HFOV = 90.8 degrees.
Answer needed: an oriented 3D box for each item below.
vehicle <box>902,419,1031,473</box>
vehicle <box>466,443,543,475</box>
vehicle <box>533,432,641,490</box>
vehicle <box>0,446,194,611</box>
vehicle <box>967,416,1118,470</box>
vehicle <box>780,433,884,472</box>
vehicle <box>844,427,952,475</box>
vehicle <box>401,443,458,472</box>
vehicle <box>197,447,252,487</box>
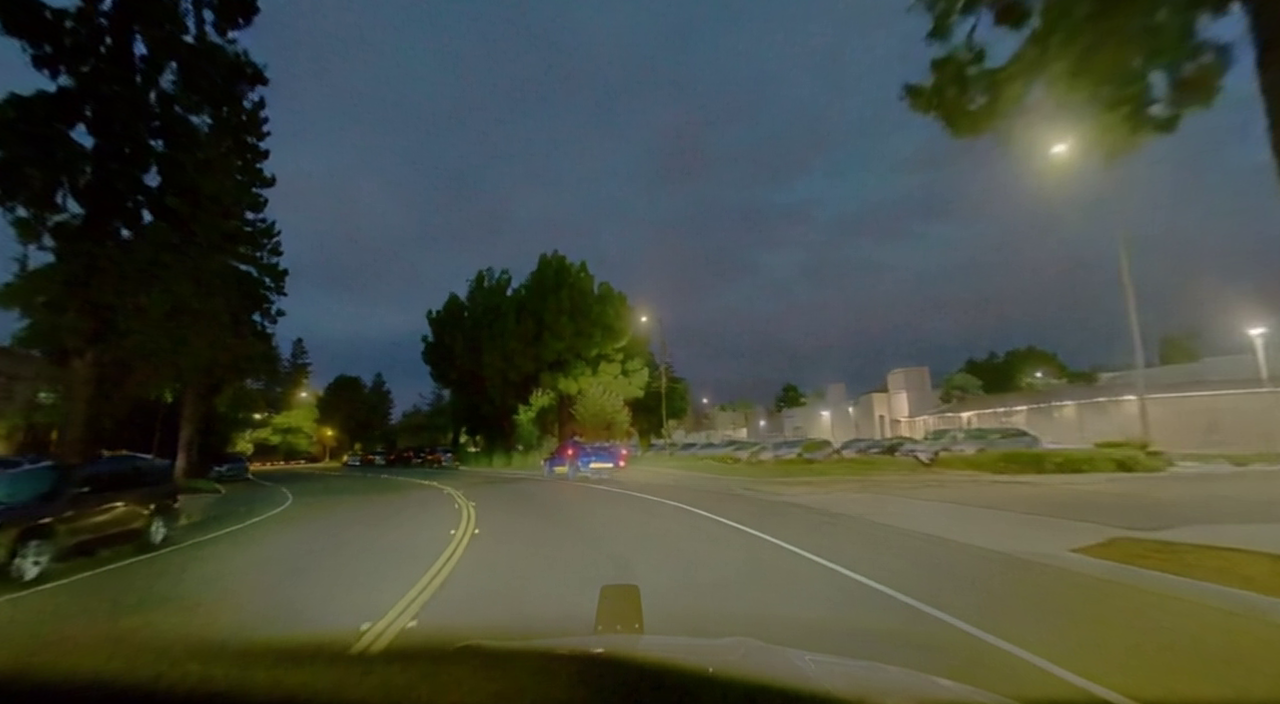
[{"bbox_3d":[11.804,3.333,22.822,4.372,1.723,2.229,4,-9,-34],"label":"vehicle"},{"bbox_3d":[-7.125,5.513,32.830,2.053,1.519,4.611,6,-11,-37],"label":"vehicle"},{"bbox_3d":[-2.184,4.056,24.260,2.042,1.817,5.202,4,-7,-30],"label":"vehicle"},{"bbox_3d":[-8.436,2.244,8.512,2.206,1.537,4.946,-2,-5,-13],"label":"vehicle"},{"bbox_3d":[13.298,3.003,20.777,5.110,1.570,2.206,6,-10,-34],"label":"vehicle"},{"bbox_3d":[8.213,4.256,26.885,4.225,1.517,2.036,6,-11,-36],"label":"vehicle"},{"bbox_3d":[10.293,3.903,25.102,4.243,1.470,2.010,1,-9,-38],"label":"vehicle"},{"bbox_3d":[-14.022,6.951,41.867,2.055,1.731,4.686,6,-11,-37],"label":"vehicle"},{"bbox_3d":[-23.223,6.331,35.195,2.154,1.870,5.118,3,-8,-37],"label":"vehicle"}]
